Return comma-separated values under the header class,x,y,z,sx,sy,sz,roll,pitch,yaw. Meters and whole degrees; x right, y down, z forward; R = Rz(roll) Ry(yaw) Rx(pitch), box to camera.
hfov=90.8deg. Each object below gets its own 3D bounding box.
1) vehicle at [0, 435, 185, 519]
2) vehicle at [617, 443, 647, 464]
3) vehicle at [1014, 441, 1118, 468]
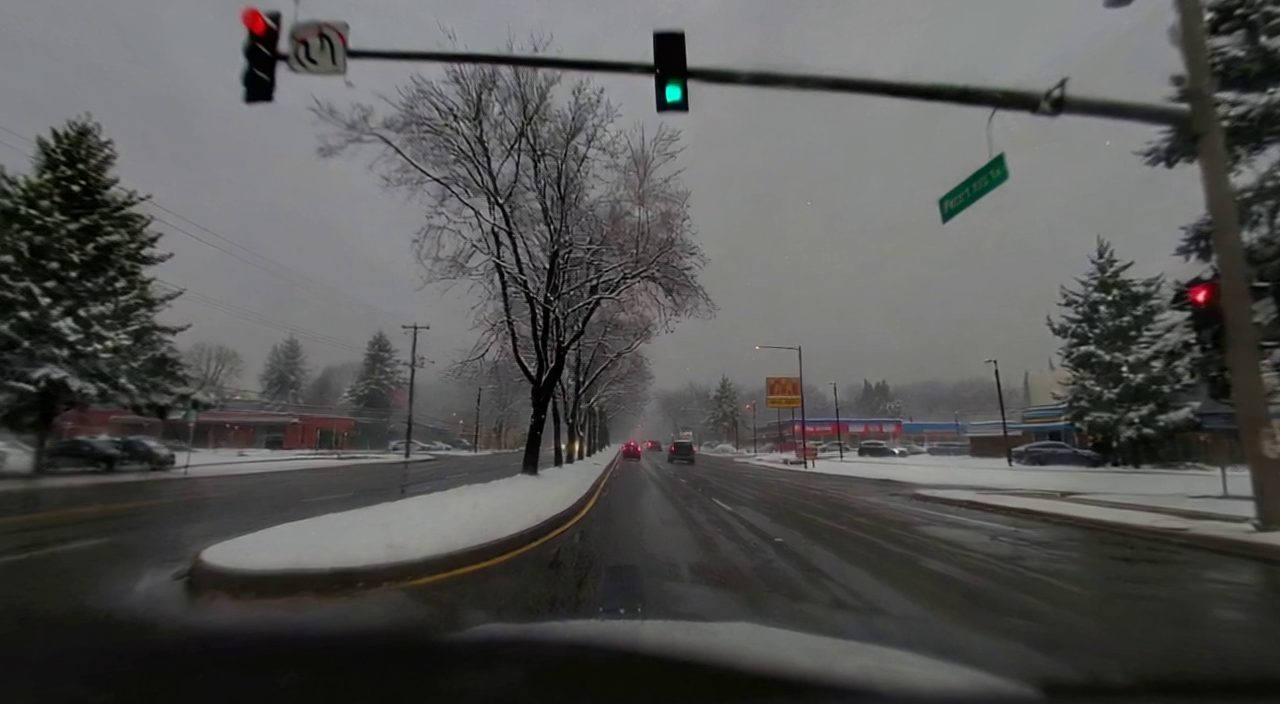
class,x,y,z,sx,sy,sz,roll,pitch,yaw
vehicle,-13.230,2.766,14.596,2.012,1.621,4.417,0,-8,1
vehicle,-0.624,7.646,47.901,2.152,1.499,4.118,0,-8,-1
vehicle,24.916,5.975,37.126,2.066,1.467,4.486,5,-10,-31
